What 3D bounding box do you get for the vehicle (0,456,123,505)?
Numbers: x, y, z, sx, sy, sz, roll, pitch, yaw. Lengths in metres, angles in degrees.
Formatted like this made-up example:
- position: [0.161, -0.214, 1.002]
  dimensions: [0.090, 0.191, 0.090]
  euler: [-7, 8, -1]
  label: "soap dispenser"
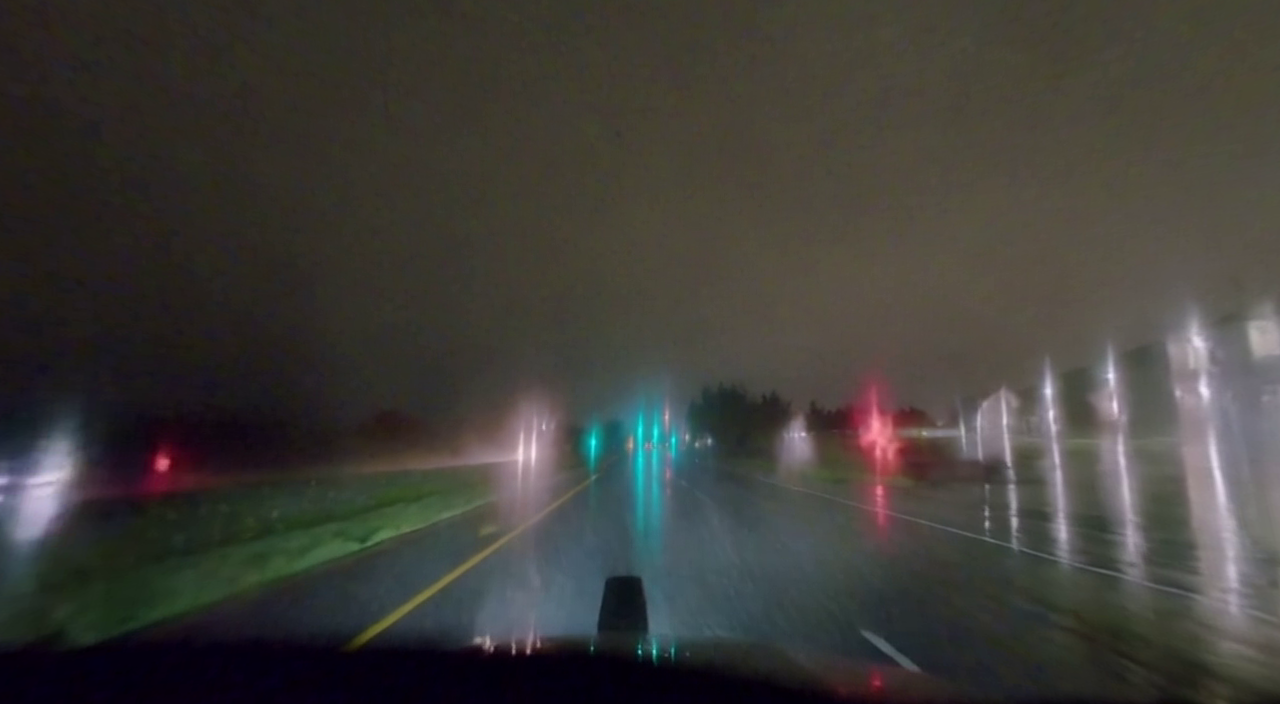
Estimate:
- position: [-21.433, 4.515, 22.546]
  dimensions: [1.913, 1.457, 4.700]
  euler: [0, -9, 0]
  label: "vehicle"
